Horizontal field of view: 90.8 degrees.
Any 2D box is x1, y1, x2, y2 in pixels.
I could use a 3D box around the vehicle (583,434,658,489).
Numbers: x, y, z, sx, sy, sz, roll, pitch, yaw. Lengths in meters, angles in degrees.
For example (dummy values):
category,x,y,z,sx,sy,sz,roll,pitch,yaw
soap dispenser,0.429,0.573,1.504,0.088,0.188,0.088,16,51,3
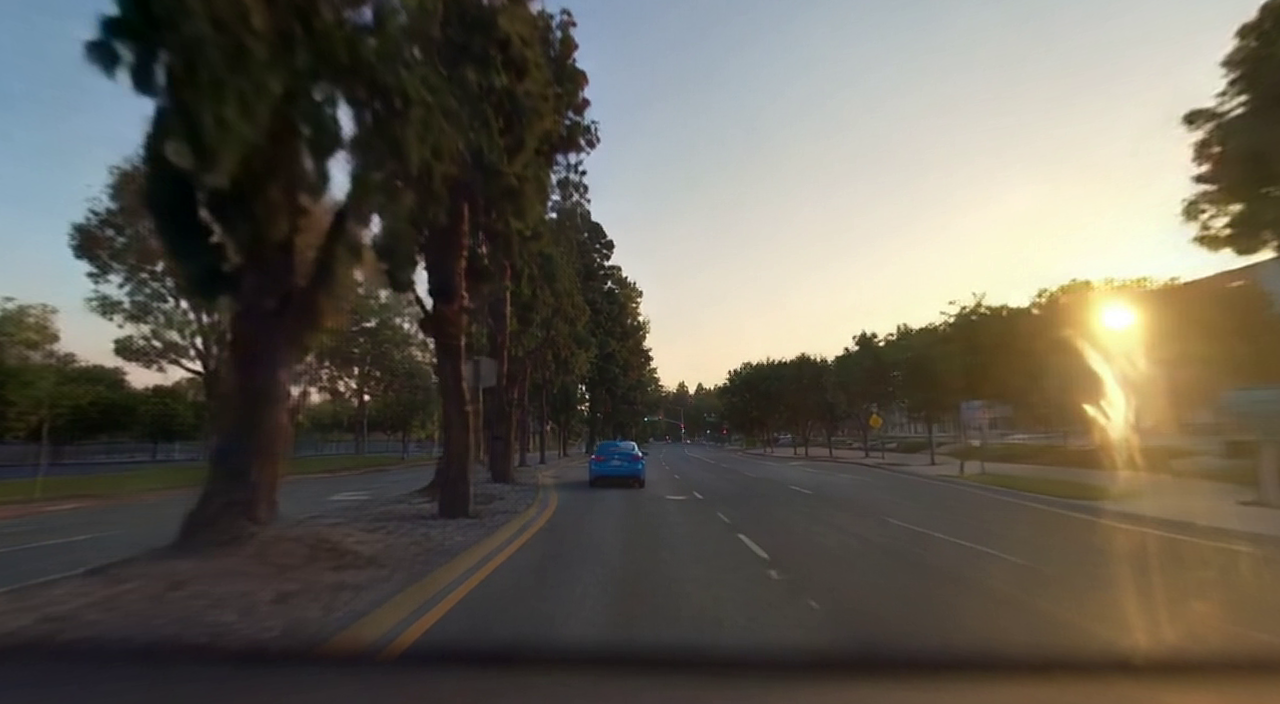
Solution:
category,x,y,z,sx,sy,sz,roll,pitch,yaw
vehicle,-0.677,3.347,19.718,2.042,1.479,4.601,0,-8,-4
